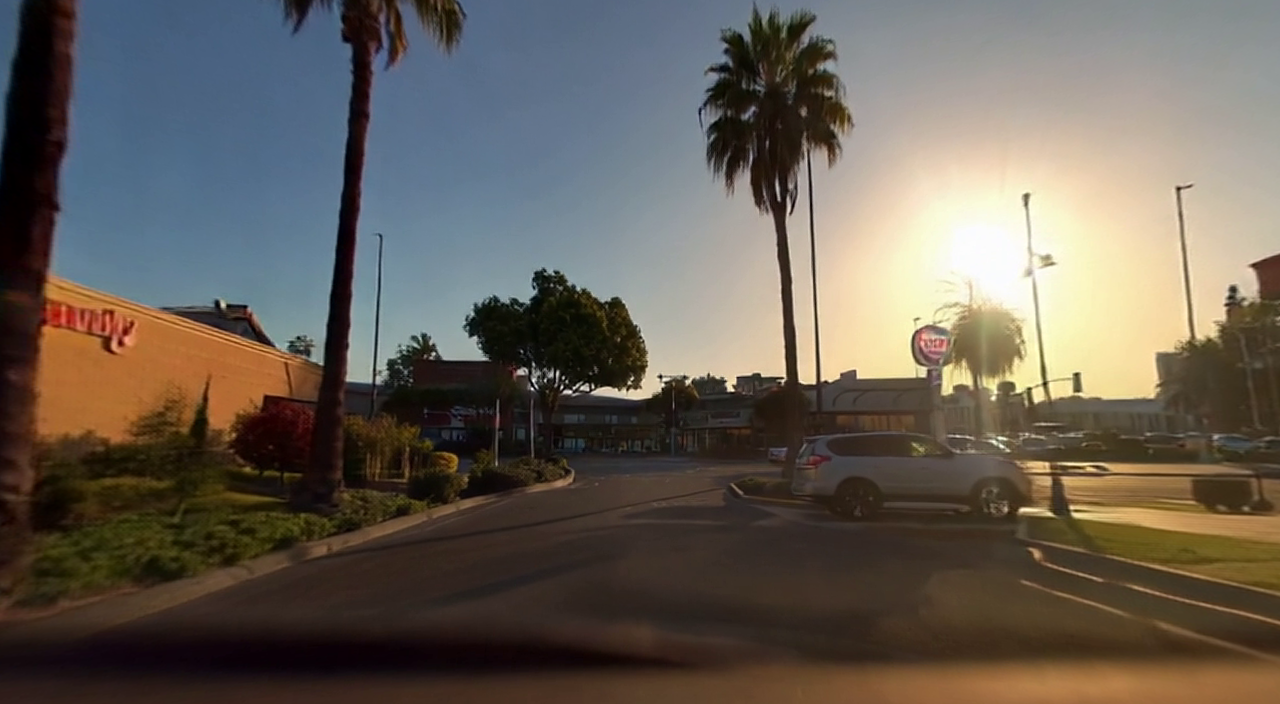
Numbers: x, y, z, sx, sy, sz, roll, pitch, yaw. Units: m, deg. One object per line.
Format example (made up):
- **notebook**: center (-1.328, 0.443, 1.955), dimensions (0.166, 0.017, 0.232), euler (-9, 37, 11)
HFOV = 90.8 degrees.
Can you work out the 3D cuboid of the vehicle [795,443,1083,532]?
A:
- **vehicle**: center (5.731, 2.592, 12.515), dimensions (4.742, 1.506, 1.919), euler (0, -8, -5)
